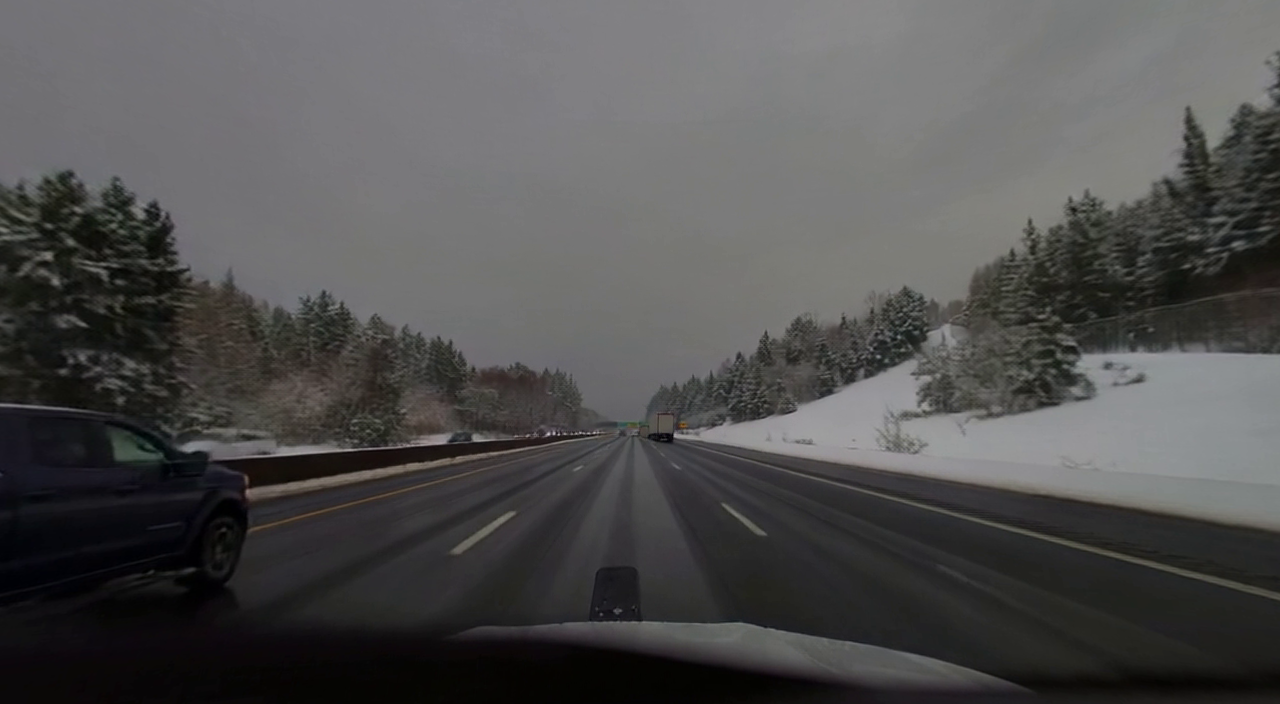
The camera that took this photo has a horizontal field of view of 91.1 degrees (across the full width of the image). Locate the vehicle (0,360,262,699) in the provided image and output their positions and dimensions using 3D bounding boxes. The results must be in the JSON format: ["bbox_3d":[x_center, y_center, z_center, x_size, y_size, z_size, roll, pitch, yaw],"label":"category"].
[{"bbox_3d":[-4.091,0.867,3.107,2.000,1.620,3.929,0,-8,0],"label":"vehicle"}]
